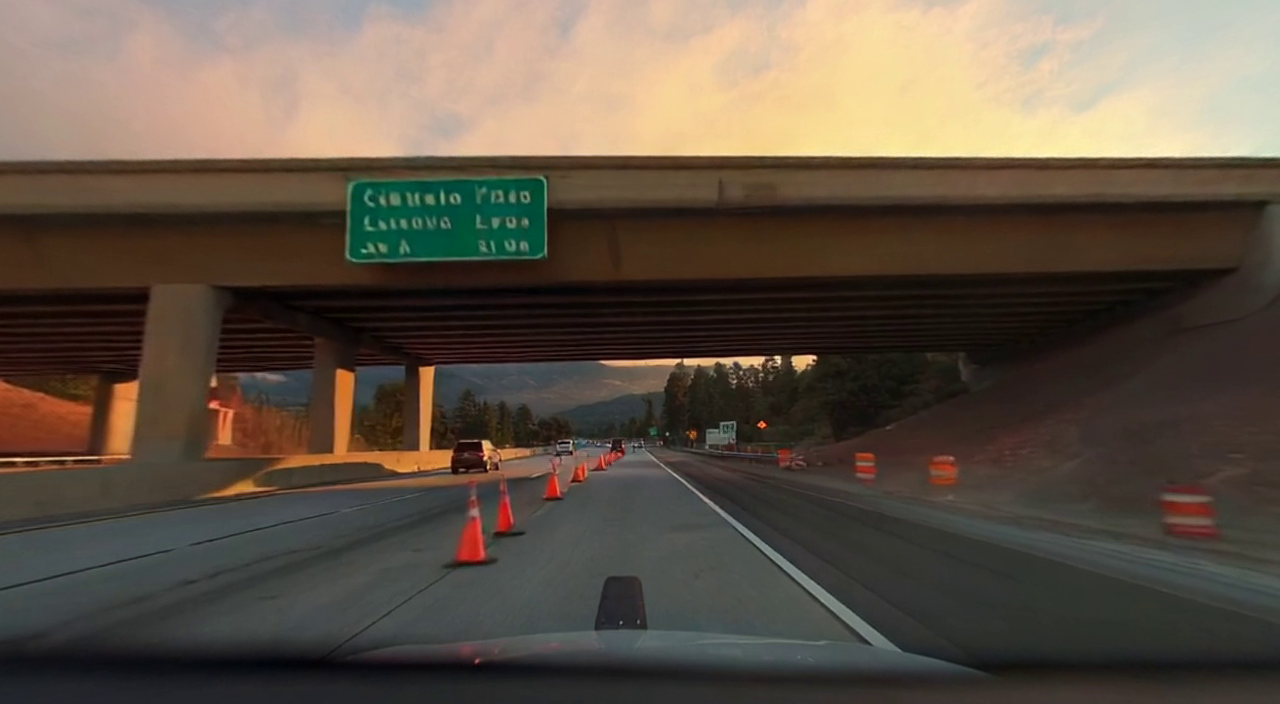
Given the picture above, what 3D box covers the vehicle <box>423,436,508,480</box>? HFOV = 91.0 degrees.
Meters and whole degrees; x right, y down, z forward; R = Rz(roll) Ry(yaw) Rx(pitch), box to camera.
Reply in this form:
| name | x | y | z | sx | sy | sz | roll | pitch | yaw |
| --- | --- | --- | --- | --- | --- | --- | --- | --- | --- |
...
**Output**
| name | x | y | z | sx | sy | sz | roll | pitch | yaw |
| --- | --- | --- | --- | --- | --- | --- | --- | --- | --- |
| vehicle | -7.399 | 4.541 | 27.352 | 2.169 | 1.701 | 5.113 | 0 | -8 | 0 |
